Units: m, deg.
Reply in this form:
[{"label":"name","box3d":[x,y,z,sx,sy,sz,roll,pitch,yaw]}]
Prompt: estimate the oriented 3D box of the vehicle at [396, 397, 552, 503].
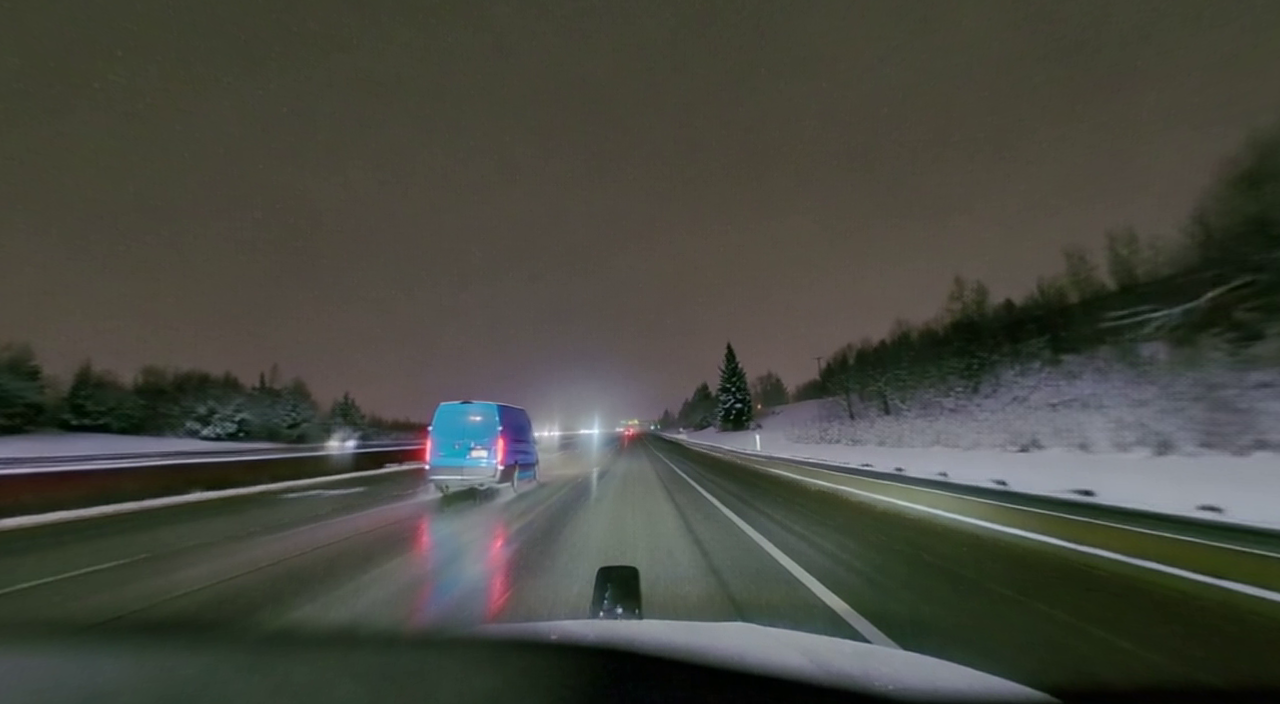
[{"label":"vehicle","box3d":[-3.575,2.229,14.704,2.309,2.053,4.884,0,-8,0]}]
